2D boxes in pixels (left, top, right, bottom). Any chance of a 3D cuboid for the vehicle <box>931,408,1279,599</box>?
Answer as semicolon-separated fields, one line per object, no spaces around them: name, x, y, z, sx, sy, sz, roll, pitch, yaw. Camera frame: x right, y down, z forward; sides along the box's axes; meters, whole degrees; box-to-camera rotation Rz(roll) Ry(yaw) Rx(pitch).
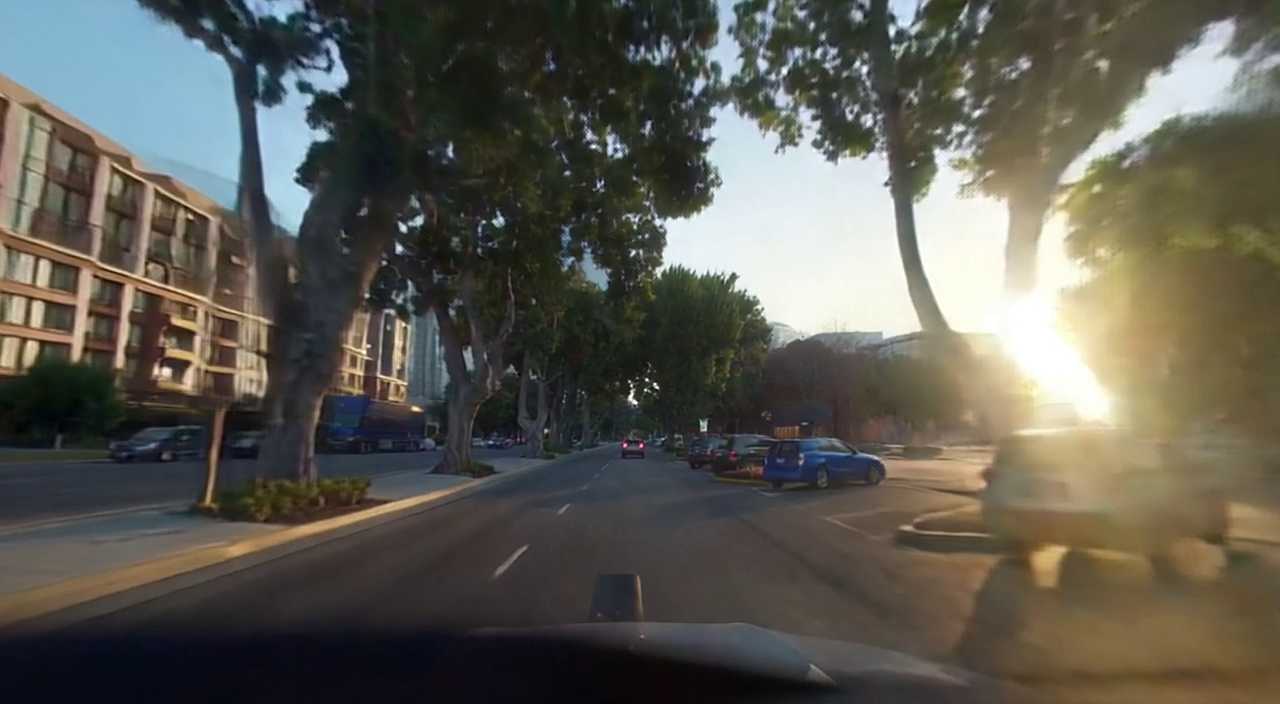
vehicle;5.144;1.448;6.858;3.765;1.497;1.831;5;-10;-35

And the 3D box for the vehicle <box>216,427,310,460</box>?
vehicle;-18.798;4.583;31.646;1.909;1.518;4.459;-1;-8;0

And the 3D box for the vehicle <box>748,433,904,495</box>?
vehicle;5.039;2.912;16.839;4.275;1.428;1.774;6;-10;-37

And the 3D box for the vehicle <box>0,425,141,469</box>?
vehicle;-19.043;2.908;19.318;2.389;1.206;6.247;-1;-8;1

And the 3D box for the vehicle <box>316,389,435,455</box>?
vehicle;-19.113;5.417;47.074;3.054;4.140;14.110;-1;-8;-1

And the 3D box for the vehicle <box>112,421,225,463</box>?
vehicle;-19.063;3.667;25.648;1.792;1.554;3.682;0;-8;-2
